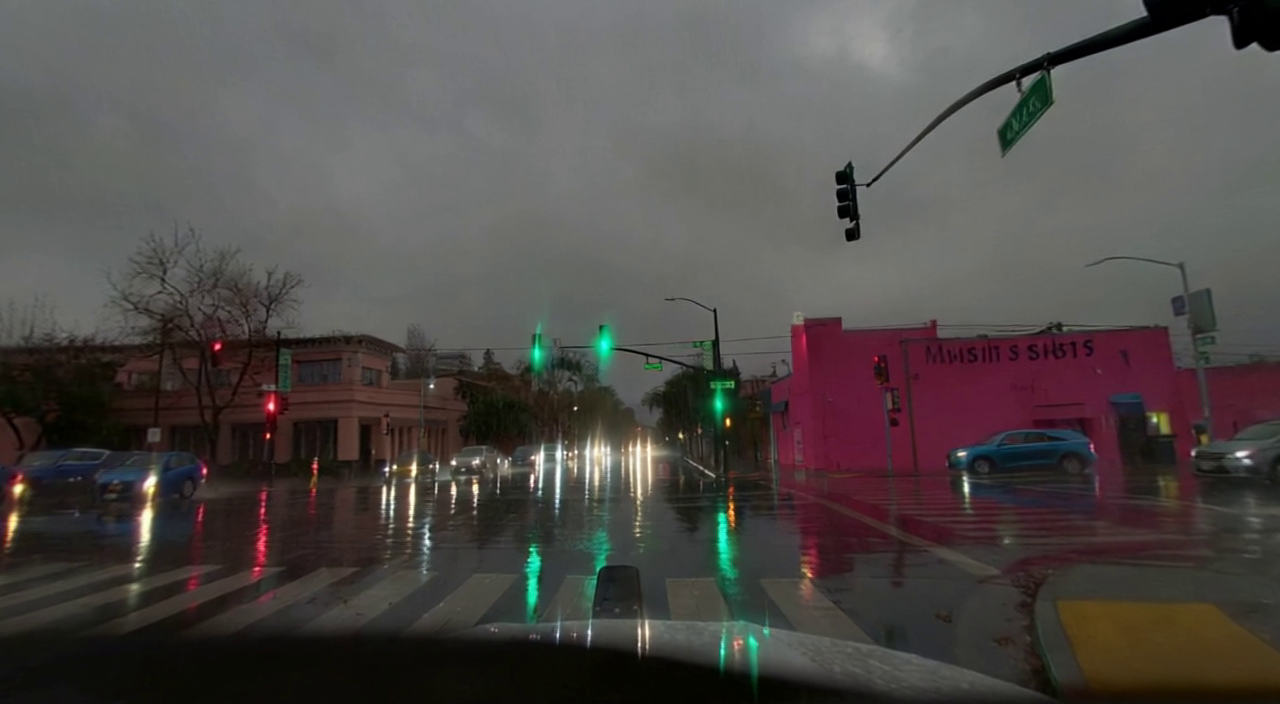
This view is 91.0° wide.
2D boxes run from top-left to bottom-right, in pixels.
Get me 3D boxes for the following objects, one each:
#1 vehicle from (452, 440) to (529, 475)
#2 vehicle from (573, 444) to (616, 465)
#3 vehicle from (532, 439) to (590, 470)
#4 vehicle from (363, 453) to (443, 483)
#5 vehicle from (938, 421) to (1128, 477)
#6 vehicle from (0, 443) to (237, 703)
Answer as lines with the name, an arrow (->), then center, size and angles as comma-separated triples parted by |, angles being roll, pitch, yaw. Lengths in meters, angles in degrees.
vehicle -> -8.426, 5.976, 36.047 | 2.152, 1.825, 5.406 | -2, -9, 12
vehicle -> -3.103, 7.156, 43.988 | 1.743, 1.362, 4.350 | -2, -9, 14
vehicle -> -4.541, 5.984, 36.861 | 1.928, 1.647, 4.575 | -2, -9, 13
vehicle -> -12.625, 6.173, 33.869 | 1.976, 1.425, 4.567 | -1, -9, 9
vehicle -> 11.555, 2.892, 18.816 | 4.355, 1.546, 1.820 | -1, -9, 6
vehicle -> -3.670, 0.979, 2.151 | 1.759, 1.325, 4.295 | 0, -9, 0
